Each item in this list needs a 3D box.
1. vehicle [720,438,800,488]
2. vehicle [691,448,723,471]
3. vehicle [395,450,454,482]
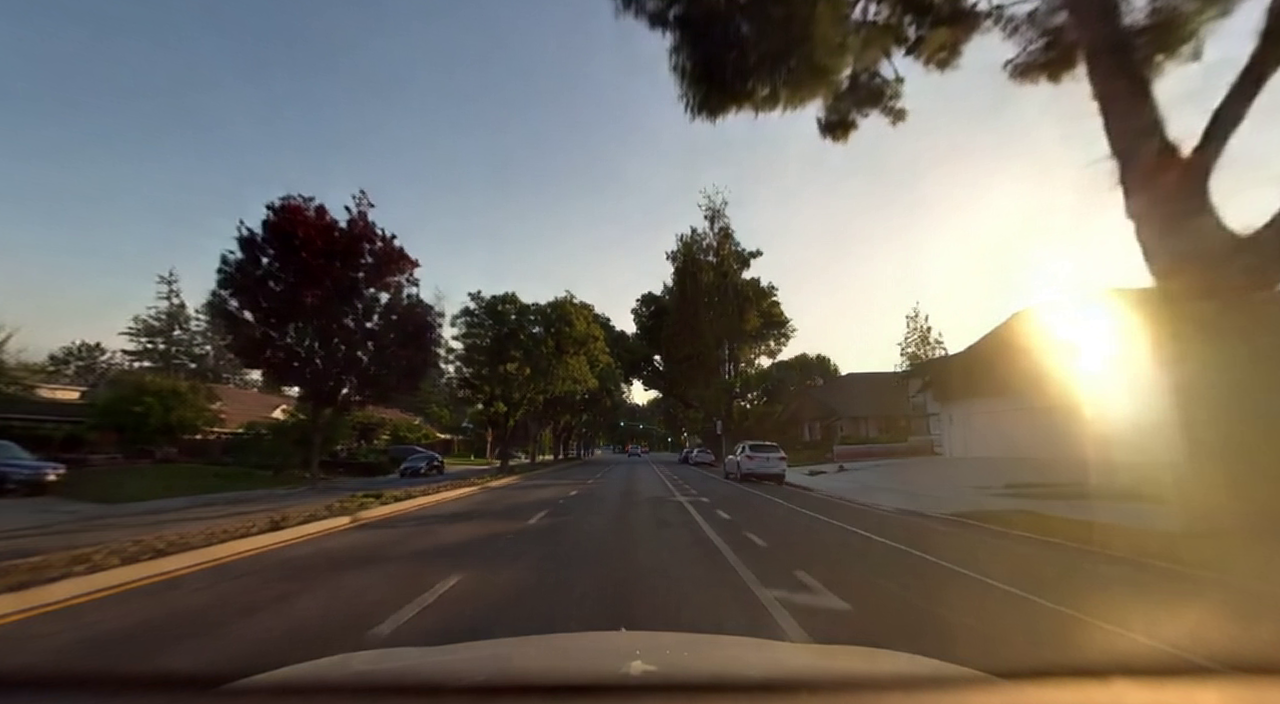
[{"bbox_3d":[4.690,4.425,25.532,2.180,1.782,4.790,0,-9,-1],"label":"vehicle"},{"bbox_3d":[4.747,7.626,45.118,1.875,1.540,3.402,0,-9,-1],"label":"vehicle"},{"bbox_3d":[-12.398,6.547,36.584,1.939,1.537,4.197,-3,-8,0],"label":"vehicle"}]
